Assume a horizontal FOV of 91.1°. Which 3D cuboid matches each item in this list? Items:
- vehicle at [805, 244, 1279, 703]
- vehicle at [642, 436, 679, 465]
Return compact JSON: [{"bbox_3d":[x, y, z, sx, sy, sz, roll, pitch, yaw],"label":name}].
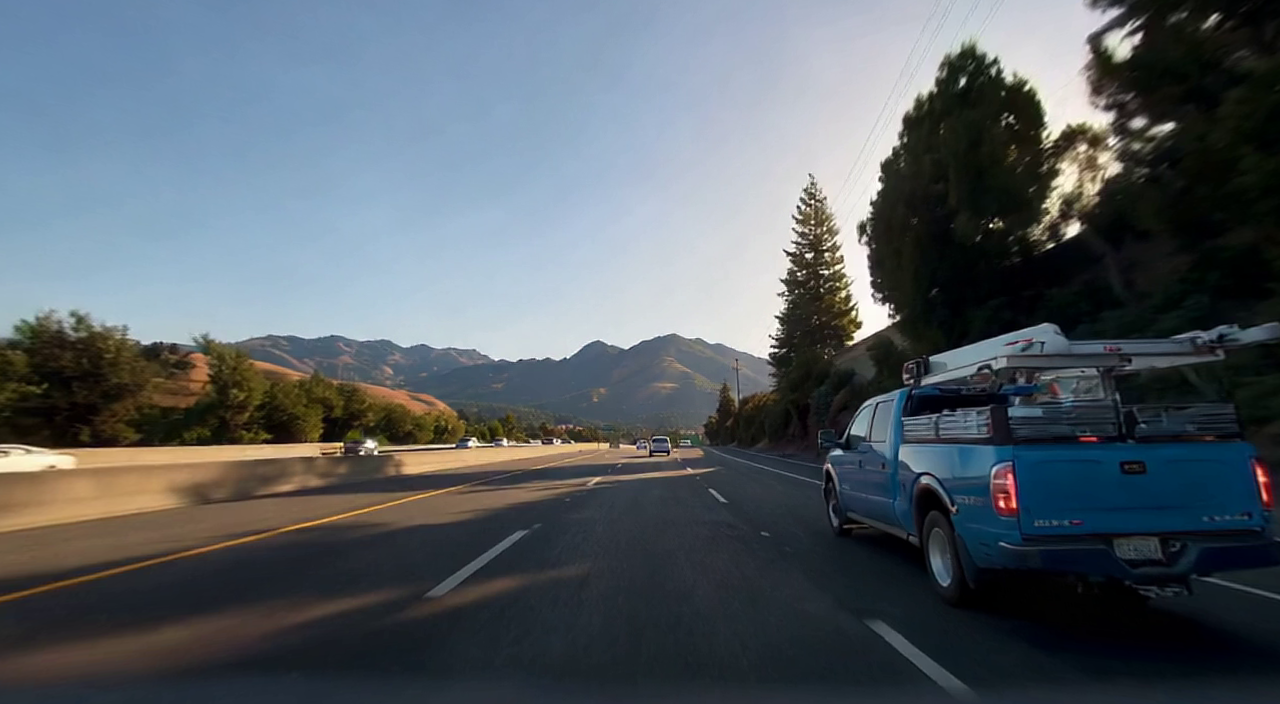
[{"bbox_3d":[3.673,1.076,5.872,2.538,2.228,6.370,0,-9,0],"label":"vehicle"},{"bbox_3d":[1.143,5.750,36.677,2.034,1.549,4.147,0,-9,1],"label":"vehicle"}]
